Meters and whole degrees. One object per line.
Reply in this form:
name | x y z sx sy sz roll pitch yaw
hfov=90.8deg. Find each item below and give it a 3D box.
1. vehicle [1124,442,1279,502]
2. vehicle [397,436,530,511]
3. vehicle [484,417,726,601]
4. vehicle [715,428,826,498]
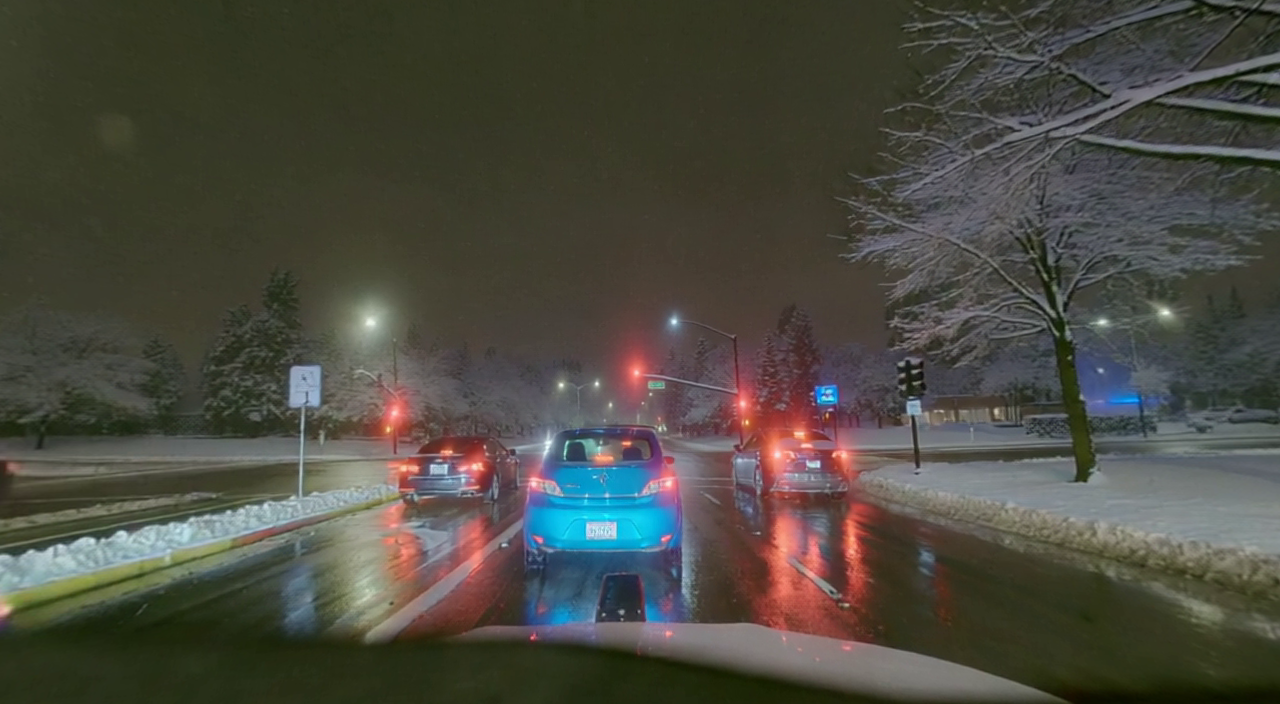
vehicle | 15.183 3.032 16.267 3.951 1.418 1.842 0 -8 -3
vehicle | -3.779 2.657 14.273 1.998 1.452 3.773 0 -8 -1
vehicle | -0.355 1.640 7.503 2.045 1.533 4.183 0 -8 -2
vehicle | 3.428 3.011 17.502 2.028 1.678 4.220 0 -8 -2
